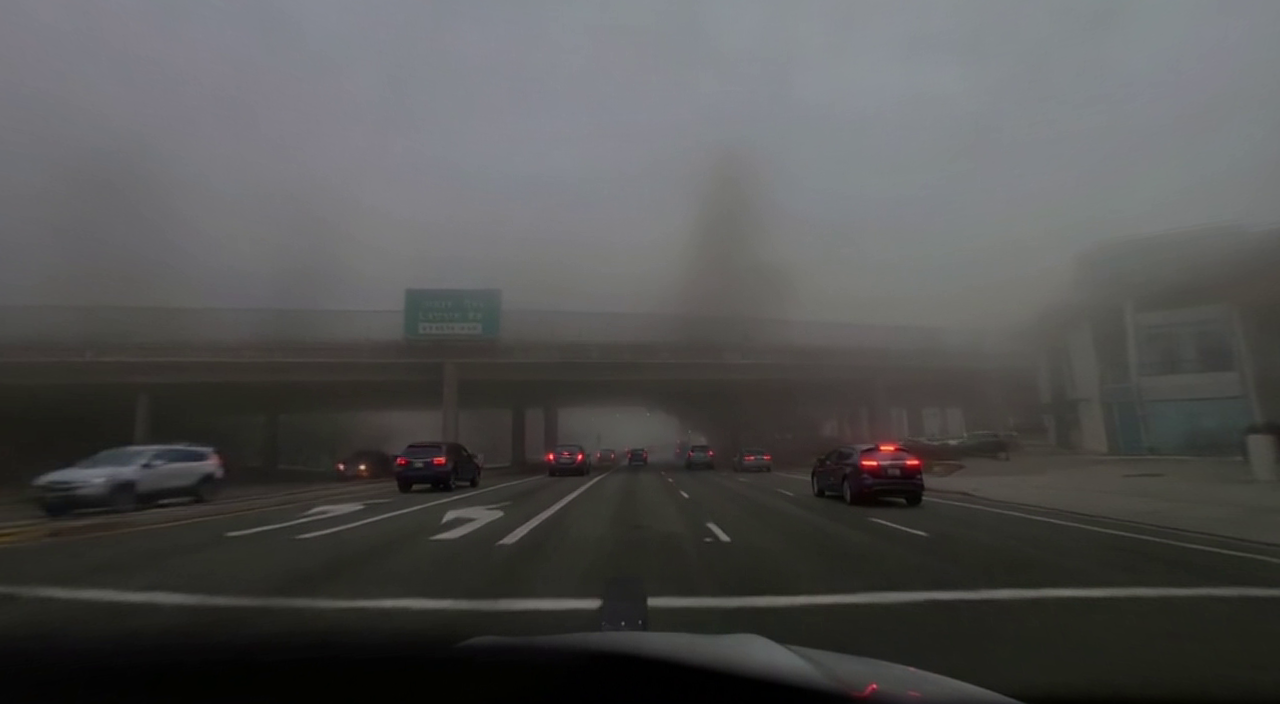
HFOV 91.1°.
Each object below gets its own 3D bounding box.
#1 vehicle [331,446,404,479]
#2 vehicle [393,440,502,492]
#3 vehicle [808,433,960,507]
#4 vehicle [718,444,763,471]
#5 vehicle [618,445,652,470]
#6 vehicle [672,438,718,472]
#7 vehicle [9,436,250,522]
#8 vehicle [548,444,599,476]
[{"bbox_3d":[-15.227,6.183,35.374,2.015,1.722,4.640,0,-9,1],"label":"vehicle"},{"bbox_3d":[-6.073,3.640,20.422,2.070,1.488,4.376,0,-8,1],"label":"vehicle"},{"bbox_3d":[6.021,2.959,16.214,2.056,1.624,4.498,0,-8,-1],"label":"vehicle"},{"bbox_3d":[6.072,6.439,38.438,1.924,1.527,4.268,0,-8,-2],"label":"vehicle"},{"bbox_3d":[-0.317,6.545,39.056,2.026,1.453,3.780,0,-8,0],"label":"vehicle"},{"bbox_3d":[3.004,5.733,35.112,2.034,1.762,4.420,0,-9,-1],"label":"vehicle"},{"bbox_3d":[-11.760,2.911,15.000,1.993,1.718,4.396,0,-9,0],"label":"vehicle"},{"bbox_3d":[-3.268,5.390,31.679,2.041,1.466,4.212,0,-8,1],"label":"vehicle"}]
